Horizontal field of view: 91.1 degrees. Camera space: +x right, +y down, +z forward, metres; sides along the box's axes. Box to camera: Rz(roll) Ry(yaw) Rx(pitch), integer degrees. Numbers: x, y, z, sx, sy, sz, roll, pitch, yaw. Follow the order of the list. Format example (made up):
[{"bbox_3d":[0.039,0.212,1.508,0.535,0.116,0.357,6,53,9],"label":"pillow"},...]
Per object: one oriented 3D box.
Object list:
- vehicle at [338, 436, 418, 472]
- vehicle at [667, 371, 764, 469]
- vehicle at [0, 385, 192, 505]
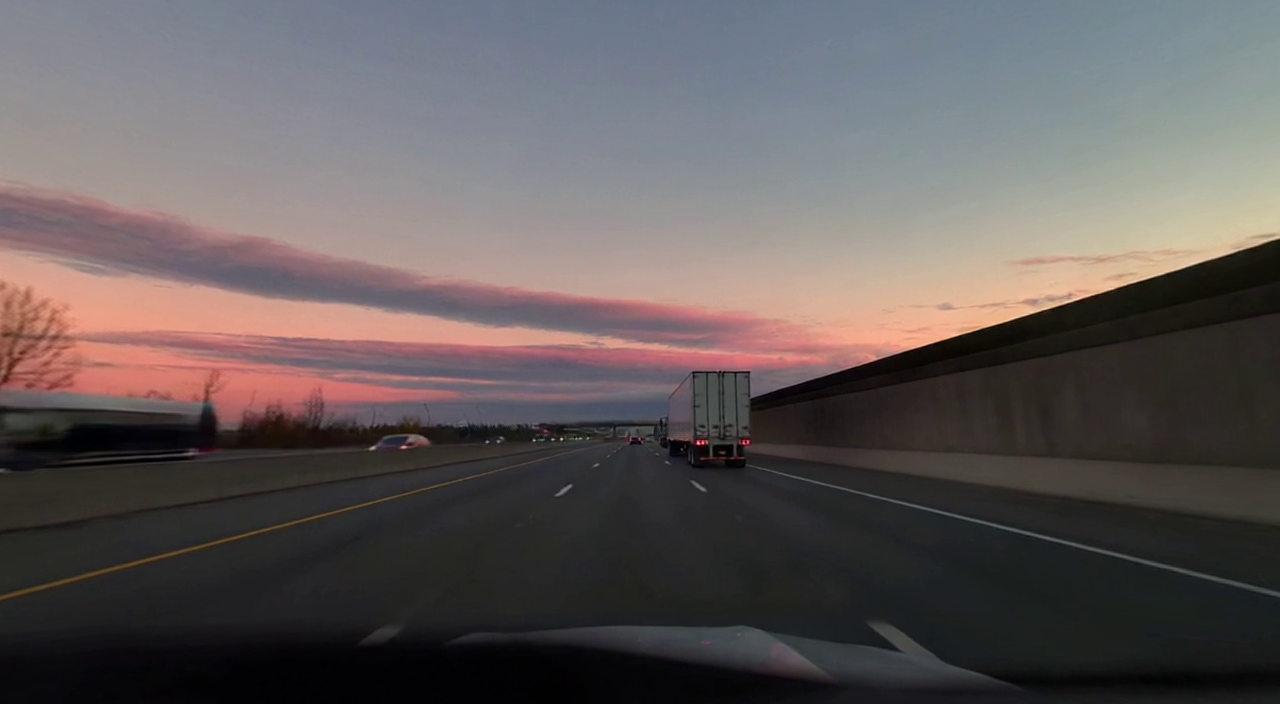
[{"bbox_3d":[-12.008,4.663,29.153,1.870,1.516,4.423,0,-8,-1],"label":"vehicle"},{"bbox_3d":[3.535,3.876,34.544,2.979,4.161,15.508,1,-7,-2],"label":"vehicle"},{"bbox_3d":[-15.572,2.430,16.601,2.333,2.686,7.040,0,-8,-1],"label":"vehicle"}]
